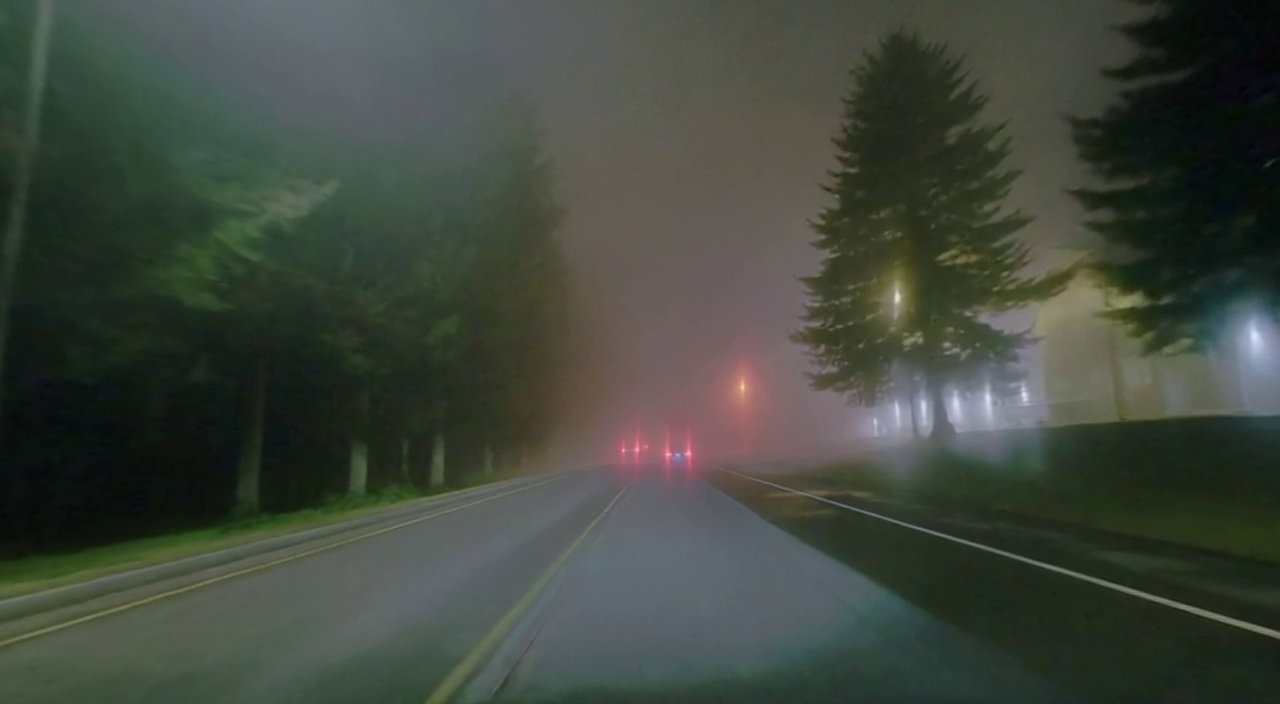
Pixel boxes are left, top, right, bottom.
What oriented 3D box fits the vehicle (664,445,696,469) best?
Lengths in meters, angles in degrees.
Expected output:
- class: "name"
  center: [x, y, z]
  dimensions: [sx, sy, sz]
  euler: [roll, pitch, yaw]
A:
- class: "vehicle"
  center: [2.628, 7.020, 42.484]
  dimensions: [1.925, 1.488, 4.271]
  euler: [0, -8, 0]
